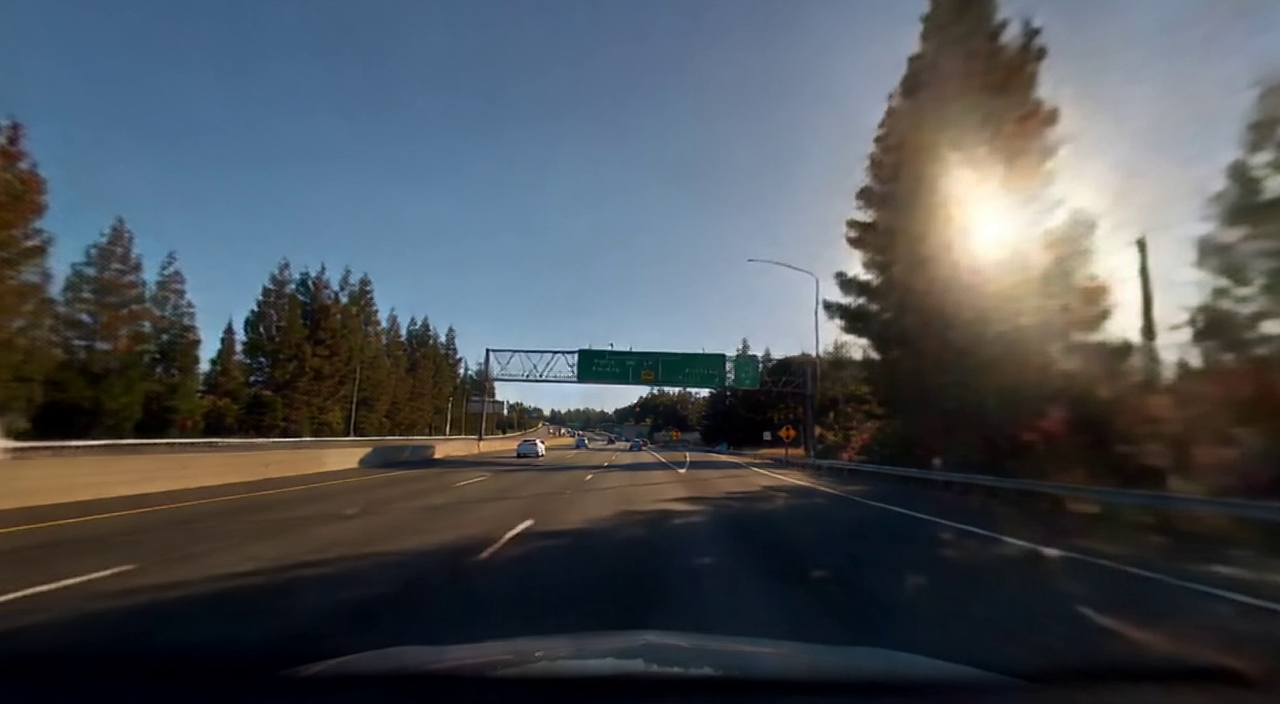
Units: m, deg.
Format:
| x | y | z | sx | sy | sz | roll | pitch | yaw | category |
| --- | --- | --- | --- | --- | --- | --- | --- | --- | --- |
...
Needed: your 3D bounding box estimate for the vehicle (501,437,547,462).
| x | y | z | sx | sy | sz | roll | pitch | yaw | category |
| --- | --- | --- | --- | --- | --- | --- | --- | --- | --- |
| -7.393 | 6.265 | 40.510 | 2.025 | 1.494 | 4.495 | 0 | -8 | 1 | vehicle |
